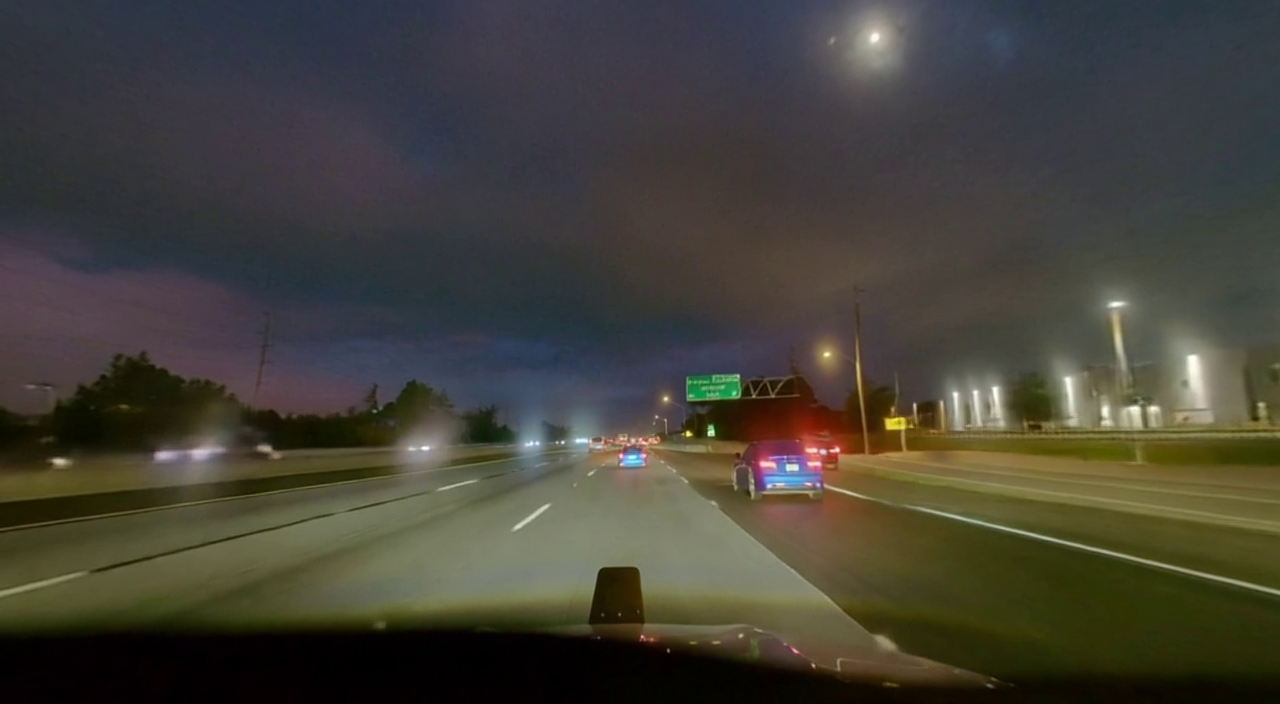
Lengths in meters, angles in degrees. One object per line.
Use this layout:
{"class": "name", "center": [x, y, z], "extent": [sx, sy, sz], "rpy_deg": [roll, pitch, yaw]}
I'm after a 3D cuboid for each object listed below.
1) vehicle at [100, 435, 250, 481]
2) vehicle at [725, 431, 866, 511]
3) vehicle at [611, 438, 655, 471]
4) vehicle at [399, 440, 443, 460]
{"class": "vehicle", "center": [-16.666, 3.814, 22.933], "extent": [2.015, 1.513, 4.497], "rpy_deg": [0, -8, 0]}
{"class": "vehicle", "center": [3.325, 2.634, 14.510], "extent": [1.995, 1.533, 4.463], "rpy_deg": [0, -8, -2]}
{"class": "vehicle", "center": [-0.374, 5.002, 30.981], "extent": [2.019, 1.472, 3.971], "rpy_deg": [0, -8, -1]}
{"class": "vehicle", "center": [-16.788, 7.507, 48.404], "extent": [1.794, 1.492, 4.245], "rpy_deg": [0, -8, 0]}
